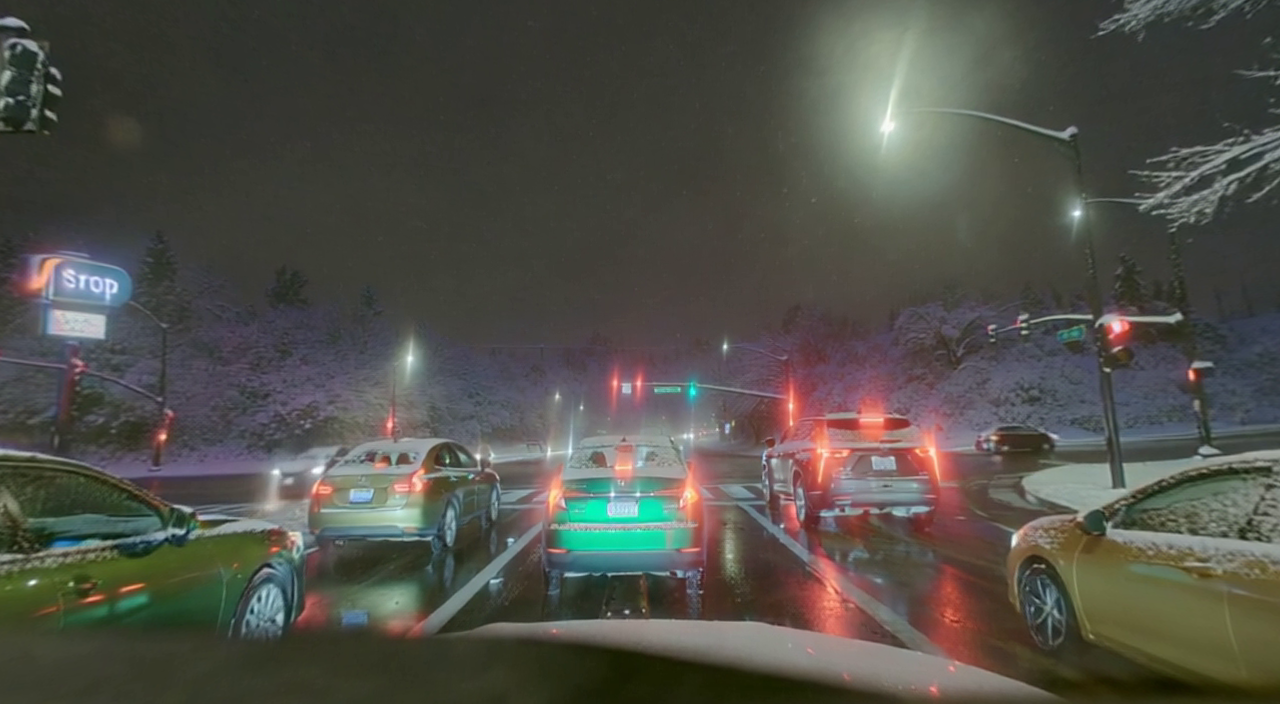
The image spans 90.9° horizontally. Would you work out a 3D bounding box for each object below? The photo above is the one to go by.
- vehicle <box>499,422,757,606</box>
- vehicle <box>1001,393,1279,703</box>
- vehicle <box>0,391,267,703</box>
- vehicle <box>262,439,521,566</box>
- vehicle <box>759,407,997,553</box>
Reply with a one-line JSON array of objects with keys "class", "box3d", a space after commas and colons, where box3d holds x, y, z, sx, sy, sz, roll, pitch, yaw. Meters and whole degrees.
[{"class": "vehicle", "box3d": [-0.134, 1.649, 7.363, 2.140, 1.499, 4.119, 0, -8, -1]}, {"class": "vehicle", "box3d": [3.942, 0.974, 3.099, 1.800, 1.519, 4.198, 0, -8, 0]}, {"class": "vehicle", "box3d": [-3.483, 0.847, 1.836, 2.016, 1.547, 4.414, 0, -8, 1]}, {"class": "vehicle", "box3d": [-3.307, 2.072, 9.543, 1.995, 1.436, 4.373, -1, -8, 2]}, {"class": "vehicle", "box3d": [3.300, 1.866, 9.818, 1.992, 1.744, 4.183, 0, -8, -1]}]
